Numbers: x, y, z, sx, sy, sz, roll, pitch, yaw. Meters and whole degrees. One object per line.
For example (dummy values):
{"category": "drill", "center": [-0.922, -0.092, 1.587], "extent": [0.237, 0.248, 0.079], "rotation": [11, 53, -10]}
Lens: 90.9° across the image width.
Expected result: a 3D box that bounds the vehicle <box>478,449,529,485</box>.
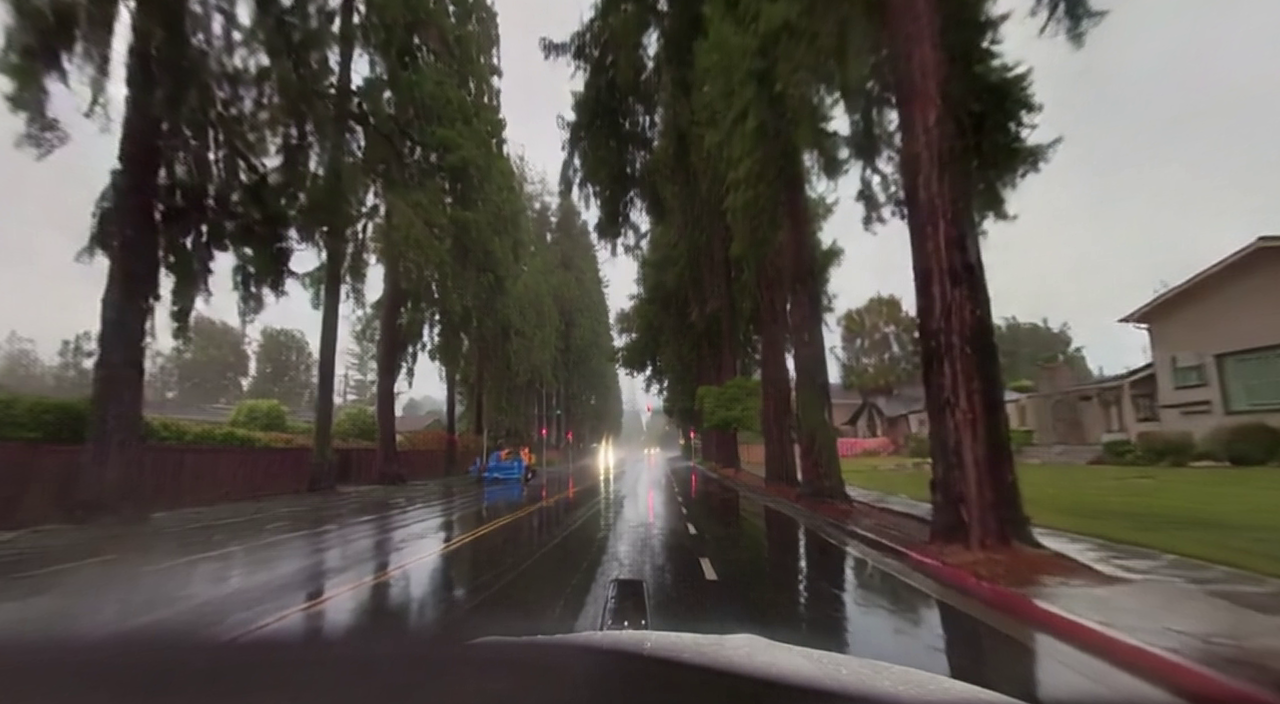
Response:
{"category": "vehicle", "center": [-8.312, 6.985, 38.699], "extent": [1.998, 1.814, 4.559], "rotation": [-4, -7, 1]}
